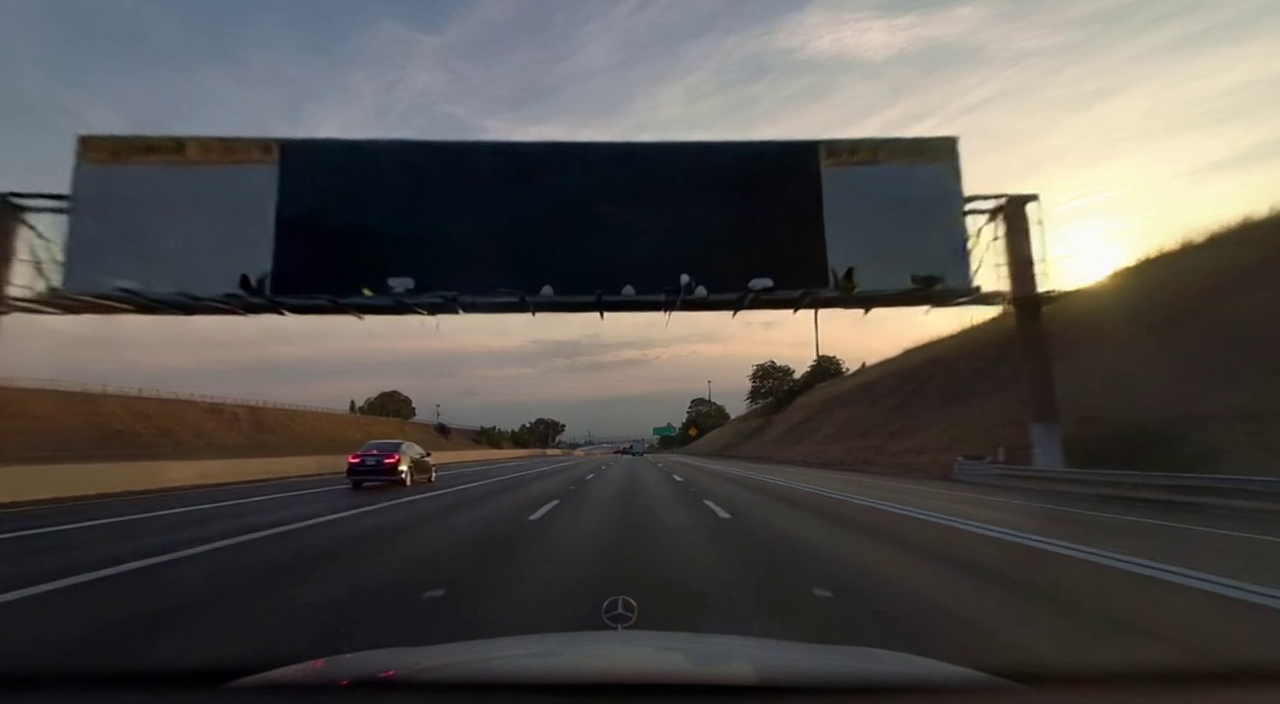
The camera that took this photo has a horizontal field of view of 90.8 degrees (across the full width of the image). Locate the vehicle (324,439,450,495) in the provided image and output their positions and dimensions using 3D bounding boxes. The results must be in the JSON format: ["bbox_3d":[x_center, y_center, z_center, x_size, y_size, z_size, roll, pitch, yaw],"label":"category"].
[{"bbox_3d":[-7.851,3.595,20.236,2.005,1.545,4.874,0,-8,0],"label":"vehicle"}]
